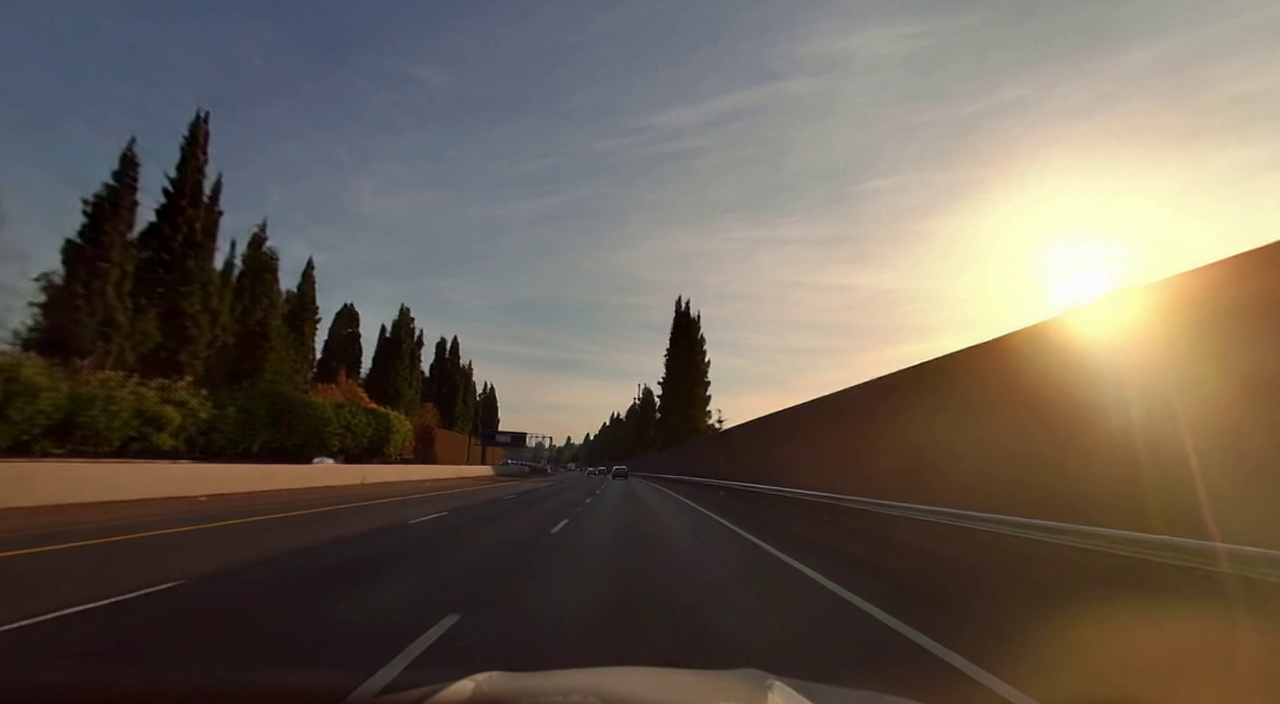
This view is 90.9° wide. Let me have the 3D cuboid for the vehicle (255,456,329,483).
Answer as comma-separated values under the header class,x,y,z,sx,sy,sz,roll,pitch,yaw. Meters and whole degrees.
class,x,y,z,sx,sy,sz,roll,pitch,yaw
vehicle,-20.793,7.077,37.872,1.924,1.483,4.480,1,-10,-1
